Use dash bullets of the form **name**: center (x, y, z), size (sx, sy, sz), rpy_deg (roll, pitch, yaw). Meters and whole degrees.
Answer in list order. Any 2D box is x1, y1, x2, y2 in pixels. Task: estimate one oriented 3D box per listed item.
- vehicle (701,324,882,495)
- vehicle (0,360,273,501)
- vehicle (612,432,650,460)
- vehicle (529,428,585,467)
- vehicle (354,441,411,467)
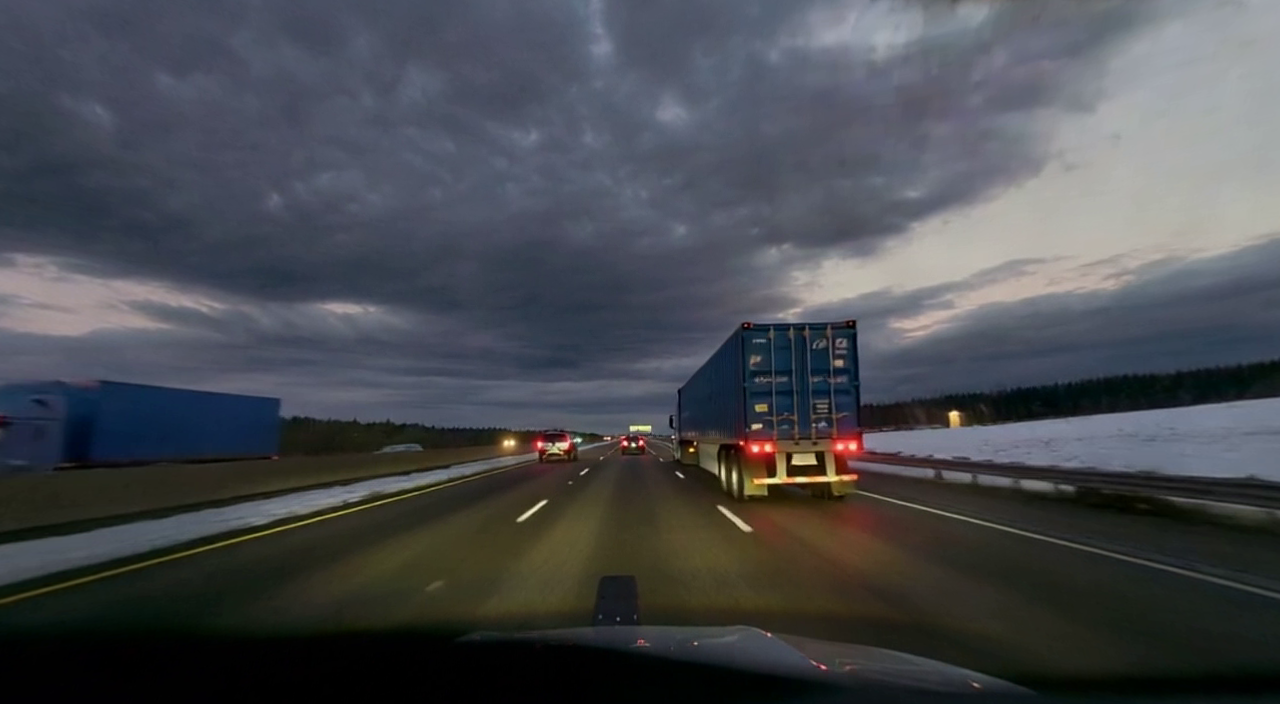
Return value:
- **vehicle**: center (3.785, 1.796, 18.131), size (2.883, 3.836, 7.894), rpy_deg (0, -8, -3)
- **vehicle**: center (-20.017, 3.178, 24.783), size (2.933, 4.036, 14.065), rpy_deg (0, -8, -1)
- **vehicle**: center (-0.543, 5.562, 37.460), size (2.088, 1.567, 4.240), rpy_deg (0, -8, -1)
- **vehicle**: center (-3.819, 4.454, 29.610), size (2.054, 1.671, 4.445), rpy_deg (0, -8, 0)
- **vehicle**: center (-15.890, 6.291, 38.957), size (1.911, 1.505, 3.954), rpy_deg (0, -8, -1)
